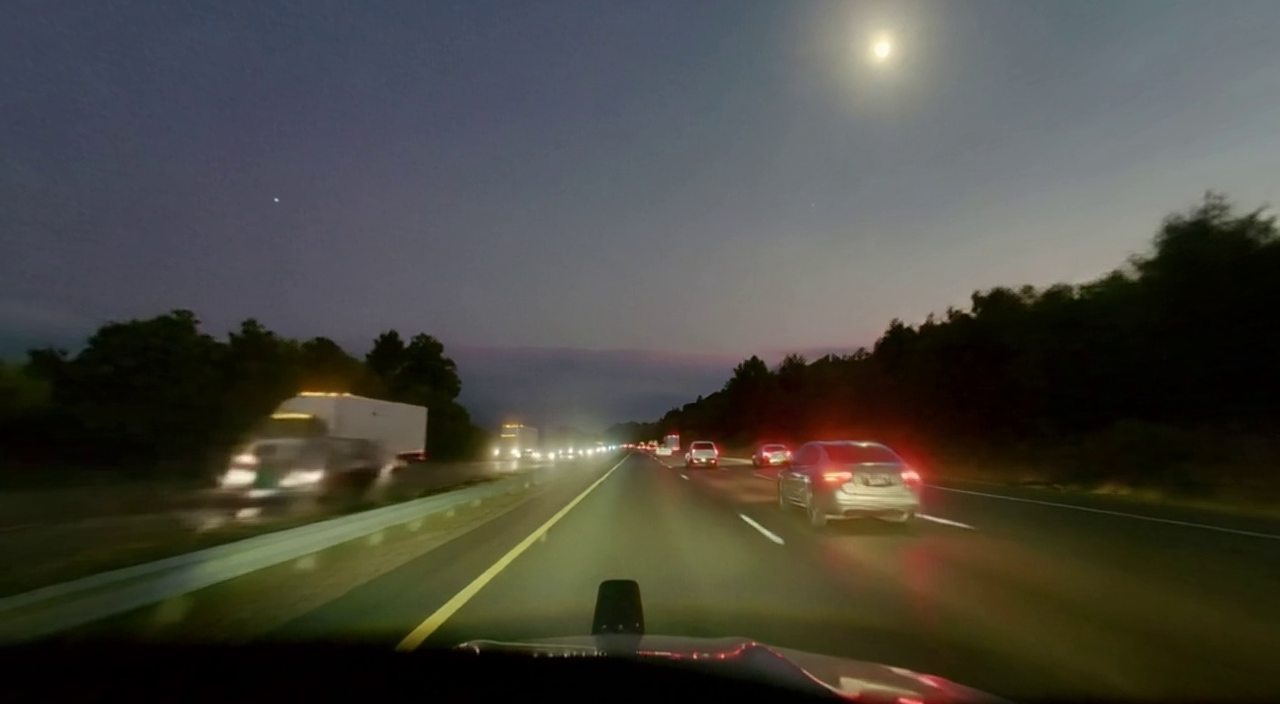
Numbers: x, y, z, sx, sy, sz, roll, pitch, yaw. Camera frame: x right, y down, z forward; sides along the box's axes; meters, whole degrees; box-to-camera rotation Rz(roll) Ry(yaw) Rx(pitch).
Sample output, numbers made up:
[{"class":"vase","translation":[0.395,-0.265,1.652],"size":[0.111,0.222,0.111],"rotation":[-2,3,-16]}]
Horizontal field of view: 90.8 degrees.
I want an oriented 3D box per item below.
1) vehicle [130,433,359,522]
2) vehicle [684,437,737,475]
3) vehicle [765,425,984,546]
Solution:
[{"class":"vehicle","translation":[-7.654,2.453,12.846],"size":[1.900,1.485,4.239],"rotation":[0,-9,0]},{"class":"vehicle","translation":[3.481,5.284,32.150],"size":[2.070,1.751,4.576],"rotation":[0,-9,-1]},{"class":"vehicle","translation":[3.597,2.131,10.673],"size":[2.023,1.603,4.159],"rotation":[0,-9,-1]}]
